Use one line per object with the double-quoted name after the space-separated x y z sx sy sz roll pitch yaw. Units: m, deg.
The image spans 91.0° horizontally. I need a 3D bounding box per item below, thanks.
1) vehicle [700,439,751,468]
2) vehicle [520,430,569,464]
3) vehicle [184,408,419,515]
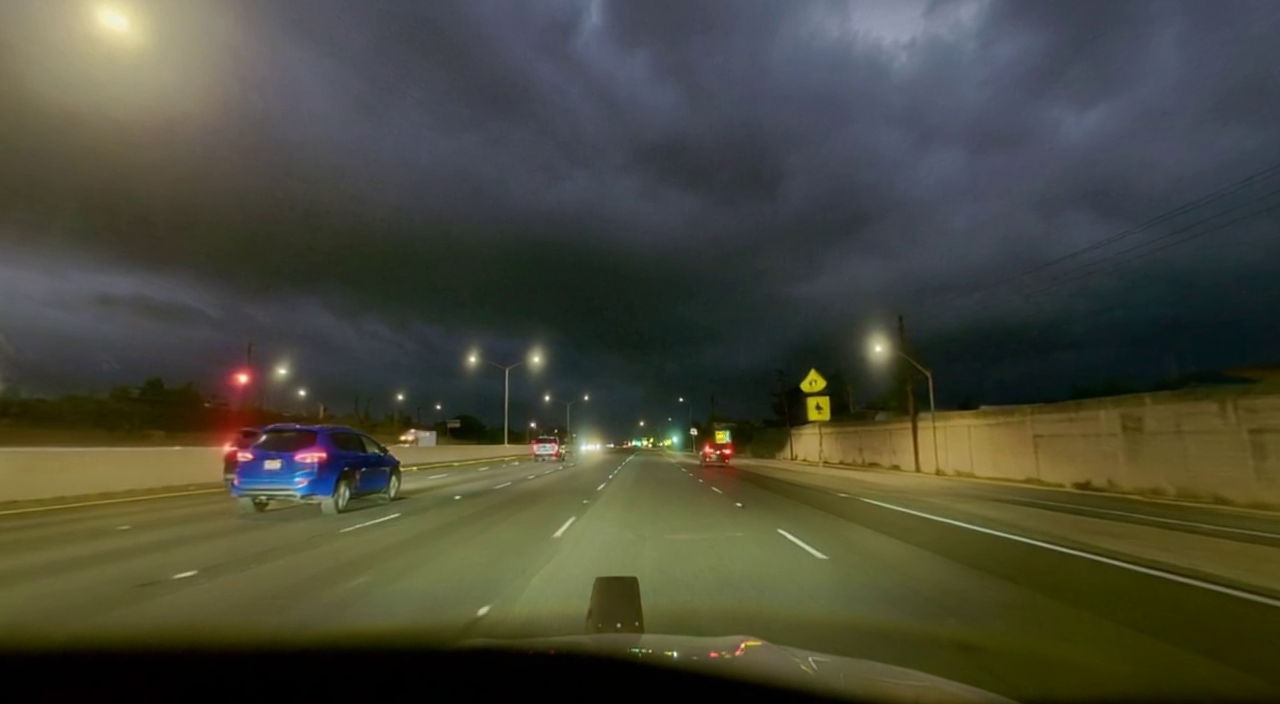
4.717 5.677 35.334 2.251 1.520 4.550 0 -9 0 "vehicle"
-5.888 5.970 39.559 2.255 1.934 4.868 0 -9 1 "vehicle"
-6.293 2.118 12.521 2.058 1.698 4.567 0 -9 1 "vehicle"
